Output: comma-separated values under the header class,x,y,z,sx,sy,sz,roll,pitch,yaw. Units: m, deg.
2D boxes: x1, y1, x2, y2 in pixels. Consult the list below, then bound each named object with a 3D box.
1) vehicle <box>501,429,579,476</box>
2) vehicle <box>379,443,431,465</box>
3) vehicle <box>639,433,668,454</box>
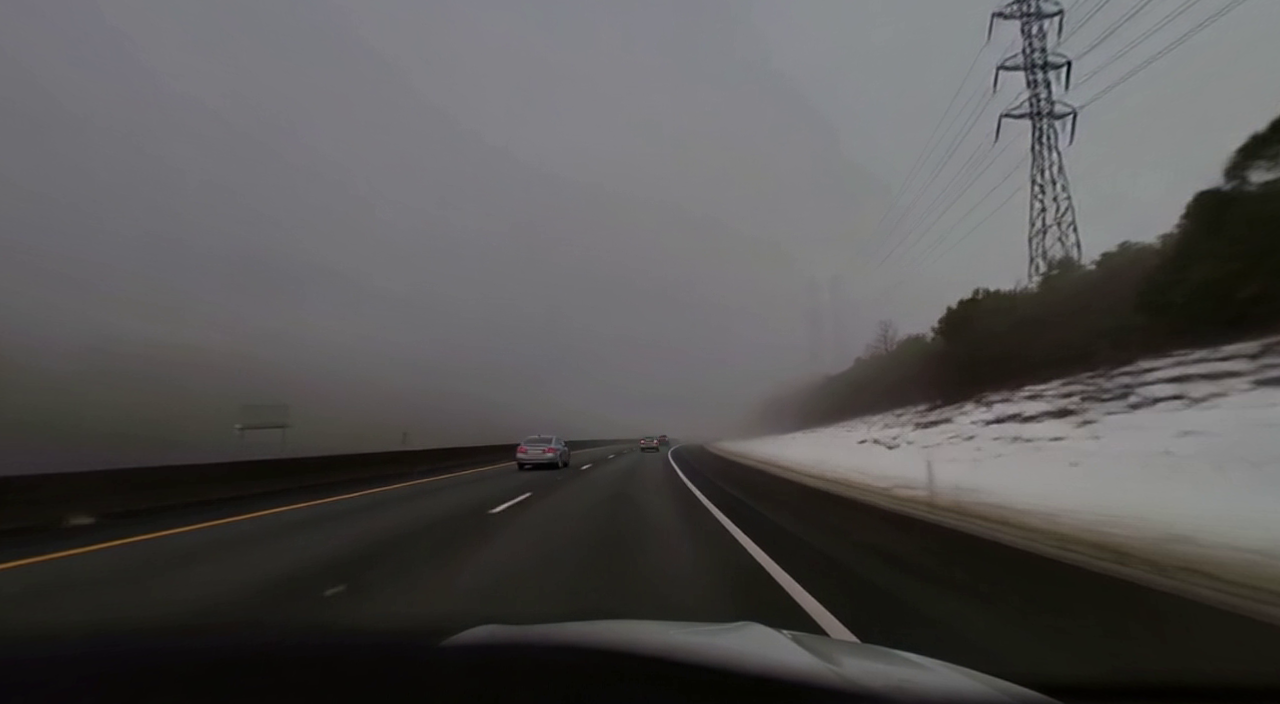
class,x,y,z,sx,sy,sz,roll,pitch,yaw
vehicle,-3.508,3.617,22.935,2.030,1.522,4.250,0,-8,2
vehicle,-17.527,7.607,47.131,1.912,1.514,4.589,0,-8,2
vehicle,1.096,6.879,47.513,2.077,1.523,4.206,0,-8,3
